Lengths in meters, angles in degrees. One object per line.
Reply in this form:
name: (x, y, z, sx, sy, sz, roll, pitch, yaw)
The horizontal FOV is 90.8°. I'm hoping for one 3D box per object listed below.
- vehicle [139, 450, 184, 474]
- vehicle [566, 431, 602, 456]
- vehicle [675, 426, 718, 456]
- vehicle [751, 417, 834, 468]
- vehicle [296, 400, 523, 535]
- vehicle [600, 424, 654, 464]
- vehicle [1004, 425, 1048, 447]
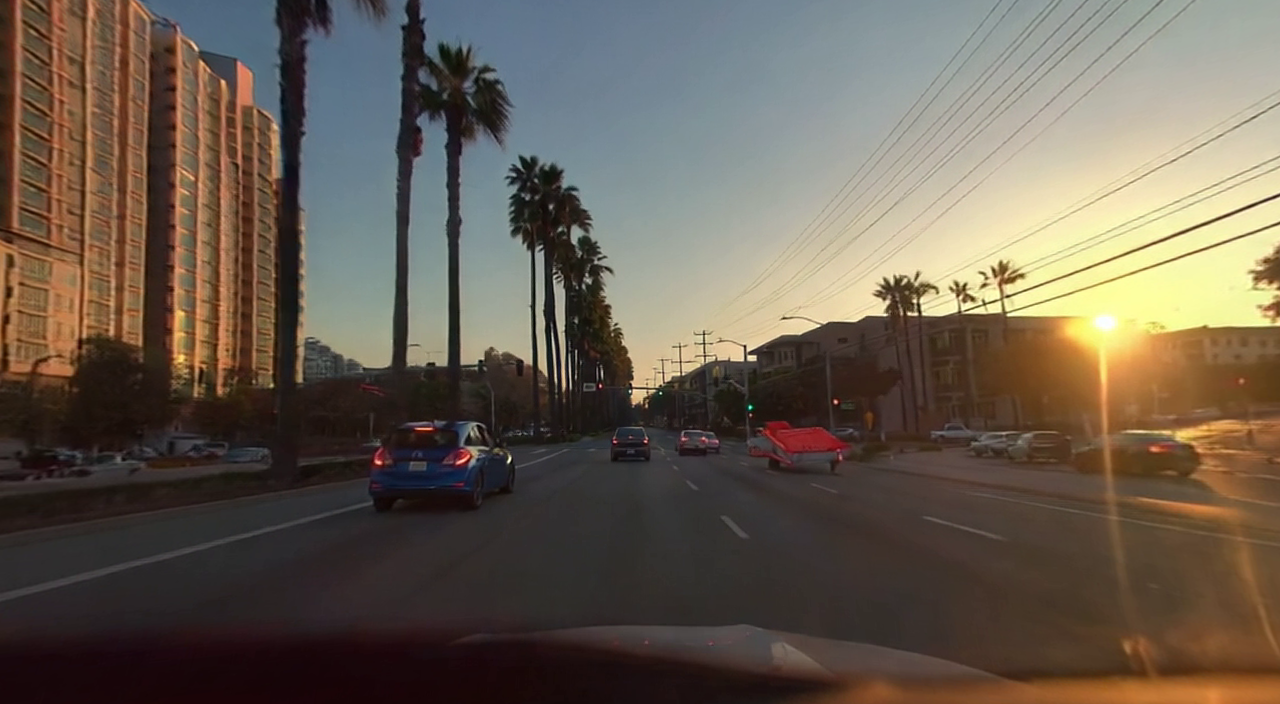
vehicle: (-32.566, 7.441, 43.059, 1.879, 1.448, 4.729, 5, -10, -31)
vehicle: (-3.546, 5.891, 40.751, 1.973, 1.504, 3.895, 0, -8, 0)
vehicle: (3.169, 5.123, 36.111, 1.975, 1.598, 4.025, 0, -8, -1)
vehicle: (6.379, 3.903, 27.140, 2.130, 1.979, 5.310, 0, -8, -1)
vehicle: (-3.462, 1.849, 10.624, 2.136, 1.779, 4.417, 0, -8, 0)
vehicle: (-0.589, 4.252, 29.164, 2.302, 1.681, 4.217, 0, -8, -1)
vehicle: (27.946, 6.158, 45.830, 2.020, 1.501, 4.732, -4, -9, 24)
